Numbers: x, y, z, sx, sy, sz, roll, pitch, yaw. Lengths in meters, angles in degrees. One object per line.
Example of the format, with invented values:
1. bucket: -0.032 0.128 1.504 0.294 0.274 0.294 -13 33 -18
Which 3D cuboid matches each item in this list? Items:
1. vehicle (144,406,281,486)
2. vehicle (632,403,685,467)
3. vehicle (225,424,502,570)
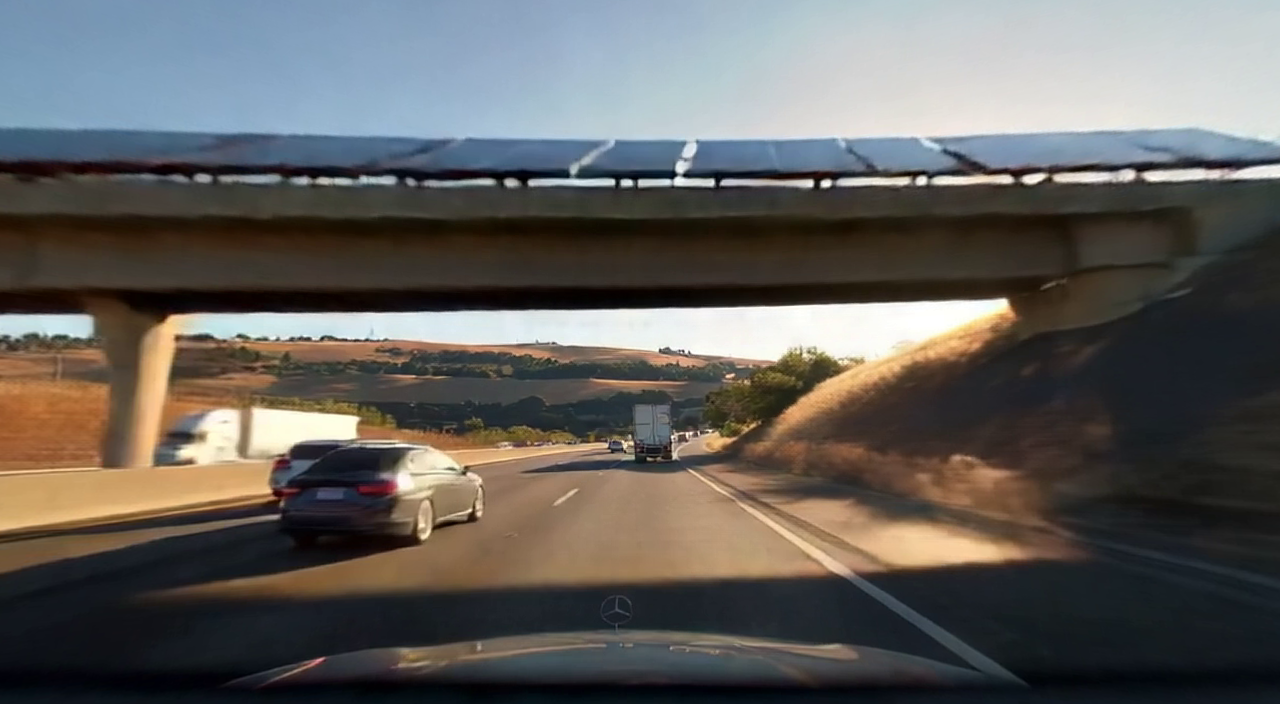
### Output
1. vehicle: -22.683 5.037 33.891 2.926 3.855 6.060 -1 -8 1
2. vehicle: 1.094 5.432 40.764 2.967 3.633 10.015 -1 -8 1
3. vehicle: -3.542 1.920 9.170 2.066 1.581 4.268 0 -8 0
